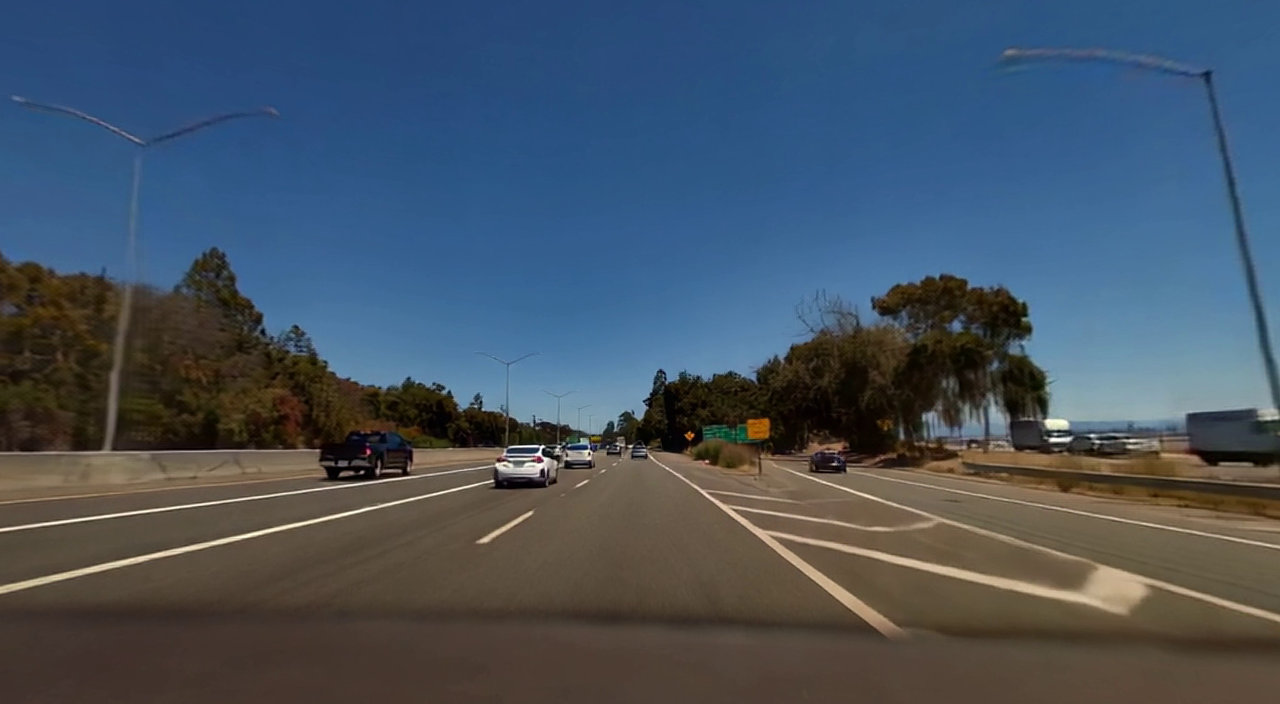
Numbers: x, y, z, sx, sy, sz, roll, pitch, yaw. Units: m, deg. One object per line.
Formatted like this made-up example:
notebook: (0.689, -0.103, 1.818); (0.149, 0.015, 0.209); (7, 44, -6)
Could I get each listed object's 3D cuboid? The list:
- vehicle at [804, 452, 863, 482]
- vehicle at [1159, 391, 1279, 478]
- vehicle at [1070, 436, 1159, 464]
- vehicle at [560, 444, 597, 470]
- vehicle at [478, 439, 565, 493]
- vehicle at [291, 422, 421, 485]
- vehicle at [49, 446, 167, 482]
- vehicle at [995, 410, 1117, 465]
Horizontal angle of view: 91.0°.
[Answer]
vehicle: (10.678, 6.361, 35.121); (2.153, 1.510, 4.646); (-1, -9, 5)
vehicle: (27.869, 3.679, 27.722); (3.151, 3.473, 9.484); (0, -8, 9)
vehicle: (30.140, 6.263, 40.283); (2.249, 1.641, 5.568); (-2, -9, 11)
vehicle: (-4.552, 7.811, 47.049); (2.107, 1.787, 4.685); (0, -9, 2)
vehicle: (-4.097, 4.022, 22.588); (2.132, 1.708, 4.571); (0, -9, 1)
vehicle: (-11.126, 4.059, 25.319); (2.442, 2.191, 5.760); (0, -9, 1)
vehicle: (-24.063, 5.067, 28.705); (1.923, 1.489, 3.913); (0, -9, 0)
vehicle: (31.595, 6.676, 48.606); (3.997, 3.685, 10.600); (-4, -9, 12)
